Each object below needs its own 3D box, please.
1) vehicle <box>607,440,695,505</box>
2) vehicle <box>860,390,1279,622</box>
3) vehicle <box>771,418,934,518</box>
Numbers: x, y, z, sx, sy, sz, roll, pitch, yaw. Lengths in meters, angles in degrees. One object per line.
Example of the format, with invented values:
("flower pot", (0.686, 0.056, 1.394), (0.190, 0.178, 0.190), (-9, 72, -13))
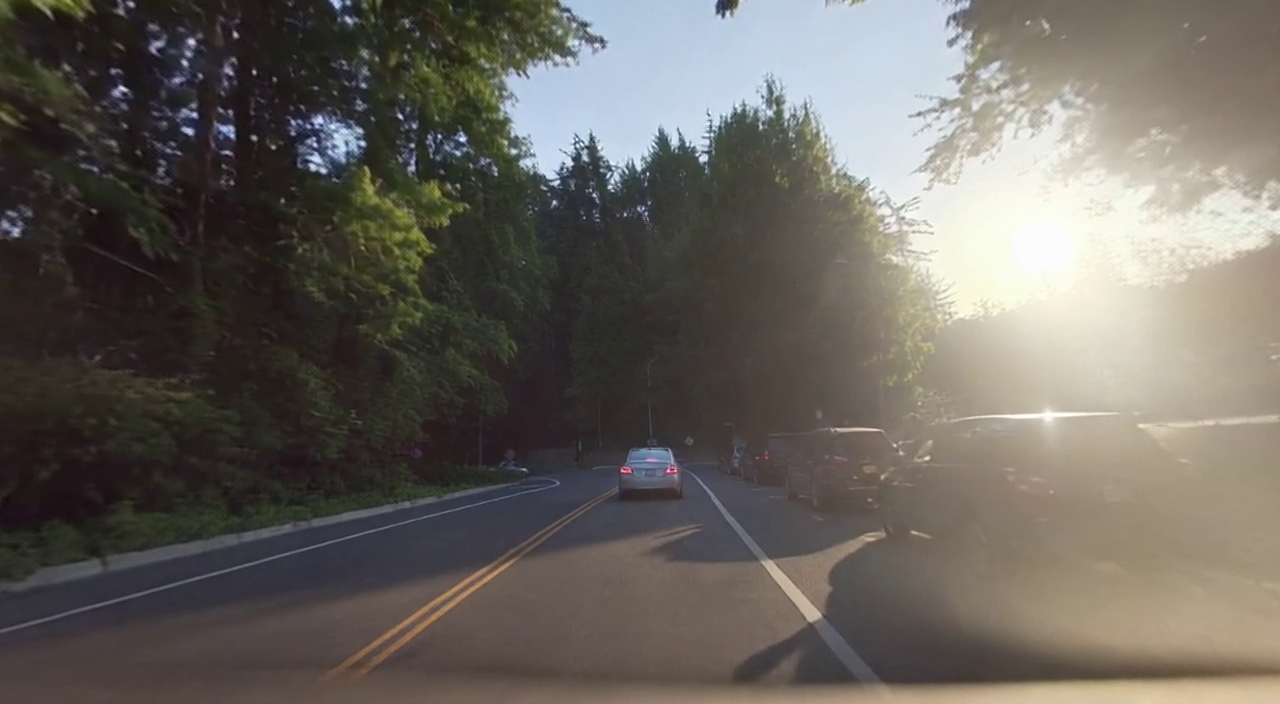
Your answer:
("vehicle", (0.310, 3.158, 16.975), (2.078, 1.521, 4.058), (0, -8, 2))
("vehicle", (4.248, 1.489, 7.074), (1.969, 1.738, 4.515), (0, -8, 1))
("vehicle", (4.390, 2.469, 13.930), (2.093, 1.822, 4.483), (0, -8, 1))
